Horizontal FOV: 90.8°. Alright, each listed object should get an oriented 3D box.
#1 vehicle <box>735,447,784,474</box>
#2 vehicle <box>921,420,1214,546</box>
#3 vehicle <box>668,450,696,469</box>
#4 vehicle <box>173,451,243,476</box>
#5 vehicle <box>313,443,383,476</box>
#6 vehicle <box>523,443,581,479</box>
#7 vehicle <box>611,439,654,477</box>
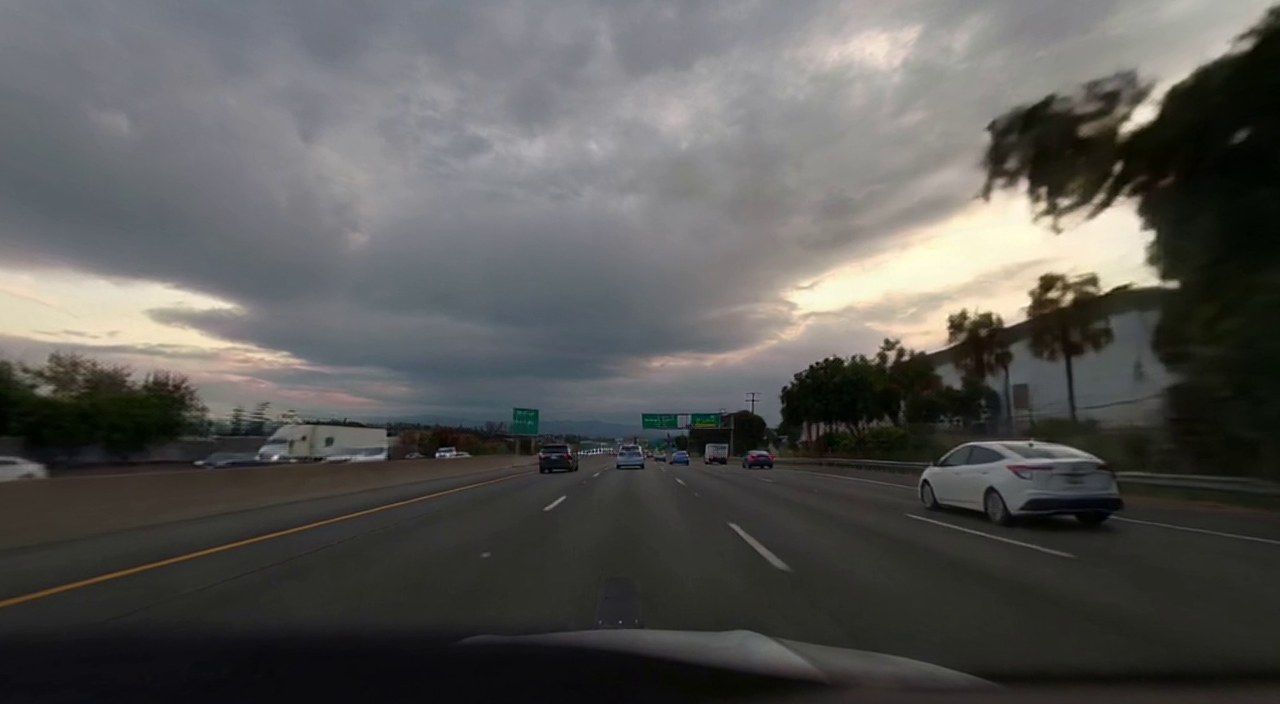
[{"bbox_3d":[6.796,6.185,36.323,1.879,1.428,4.402,0,-9,-1],"label":"vehicle"},{"bbox_3d":[6.659,2.068,10.595,1.944,1.666,4.184,0,-9,0],"label":"vehicle"},{"bbox_3d":[3.052,7.895,46.540,1.816,1.353,3.809,0,-9,-1],"label":"vehicle"},{"bbox_3d":[-25.597,6.587,37.562,1.653,1.399,3.485,0,-9,0],"label":"vehicle"},{"bbox_3d":[-13.641,5.021,29.745,1.606,1.434,3.414,0,-9,1],"label":"vehicle"},{"bbox_3d":[-4.235,5.316,31.178,2.126,1.631,4.643,0,-9,1],"label":"vehicle"},{"bbox_3d":[-0.351,5.371,32.322,2.002,1.759,4.658,0,-9,0],"label":"vehicle"}]
